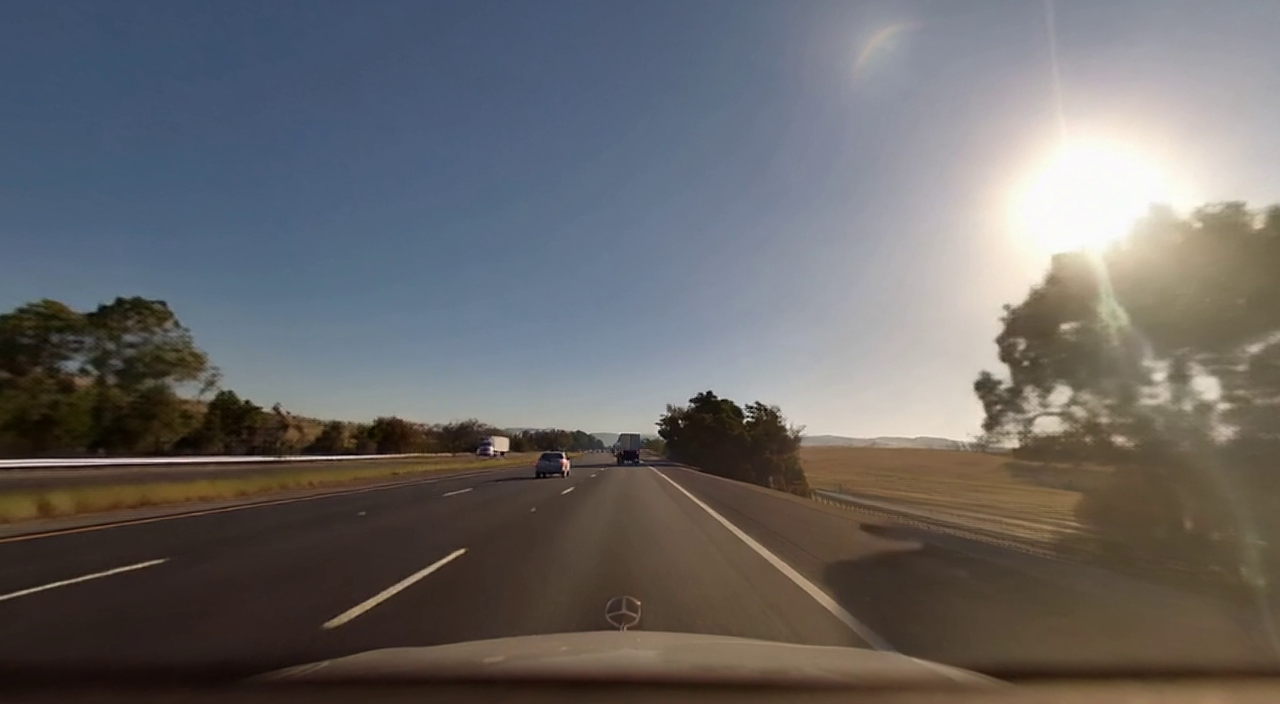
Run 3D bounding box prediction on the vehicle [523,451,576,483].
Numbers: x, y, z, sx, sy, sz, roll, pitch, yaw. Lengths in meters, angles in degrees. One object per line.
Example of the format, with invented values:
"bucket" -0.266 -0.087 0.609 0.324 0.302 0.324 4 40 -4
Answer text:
"vehicle" -4.679 6.031 33.446 2.108 1.573 5.000 0 -9 0
